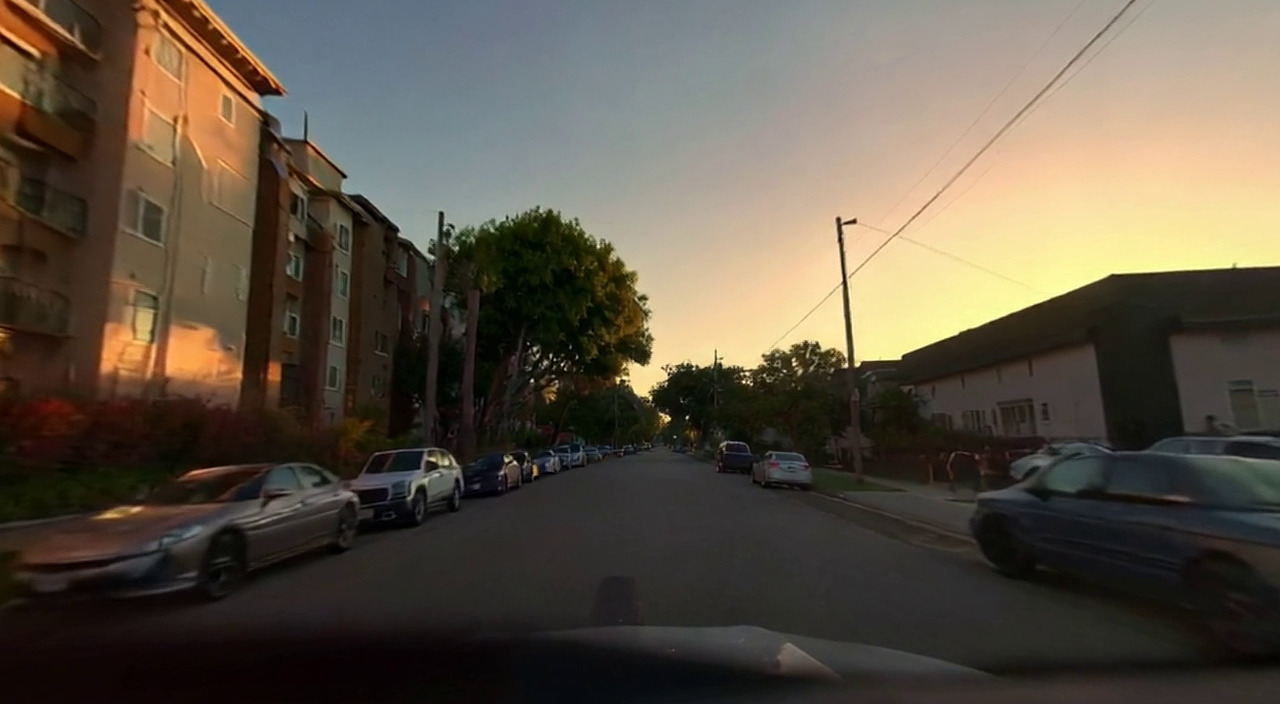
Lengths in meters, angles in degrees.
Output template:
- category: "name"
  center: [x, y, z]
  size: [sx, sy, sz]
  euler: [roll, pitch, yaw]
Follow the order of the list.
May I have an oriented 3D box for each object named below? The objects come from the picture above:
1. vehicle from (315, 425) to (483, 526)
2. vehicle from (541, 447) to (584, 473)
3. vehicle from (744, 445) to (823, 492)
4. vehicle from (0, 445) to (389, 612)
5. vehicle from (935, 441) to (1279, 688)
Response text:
- category: "vehicle"
  center: [-5.042, 2.650, 14.018]
  size: [1.960, 1.854, 4.441]
  euler: [-1, -9, 0]
- category: "vehicle"
  center: [-4.694, 6.601, 38.806]
  size: [2.009, 1.469, 4.241]
  euler: [0, -8, 1]
- category: "vehicle"
  center: [5.157, 4.232, 23.470]
  size: [1.991, 1.525, 5.203]
  euler: [0, -8, 3]
- category: "vehicle"
  center: [-5.103, 1.956, 8.050]
  size: [1.997, 1.497, 4.437]
  euler: [0, -9, 0]
- category: "vehicle"
  center: [4.887, 1.582, 5.822]
  size: [2.026, 1.474, 4.859]
  euler: [0, -8, 1]
